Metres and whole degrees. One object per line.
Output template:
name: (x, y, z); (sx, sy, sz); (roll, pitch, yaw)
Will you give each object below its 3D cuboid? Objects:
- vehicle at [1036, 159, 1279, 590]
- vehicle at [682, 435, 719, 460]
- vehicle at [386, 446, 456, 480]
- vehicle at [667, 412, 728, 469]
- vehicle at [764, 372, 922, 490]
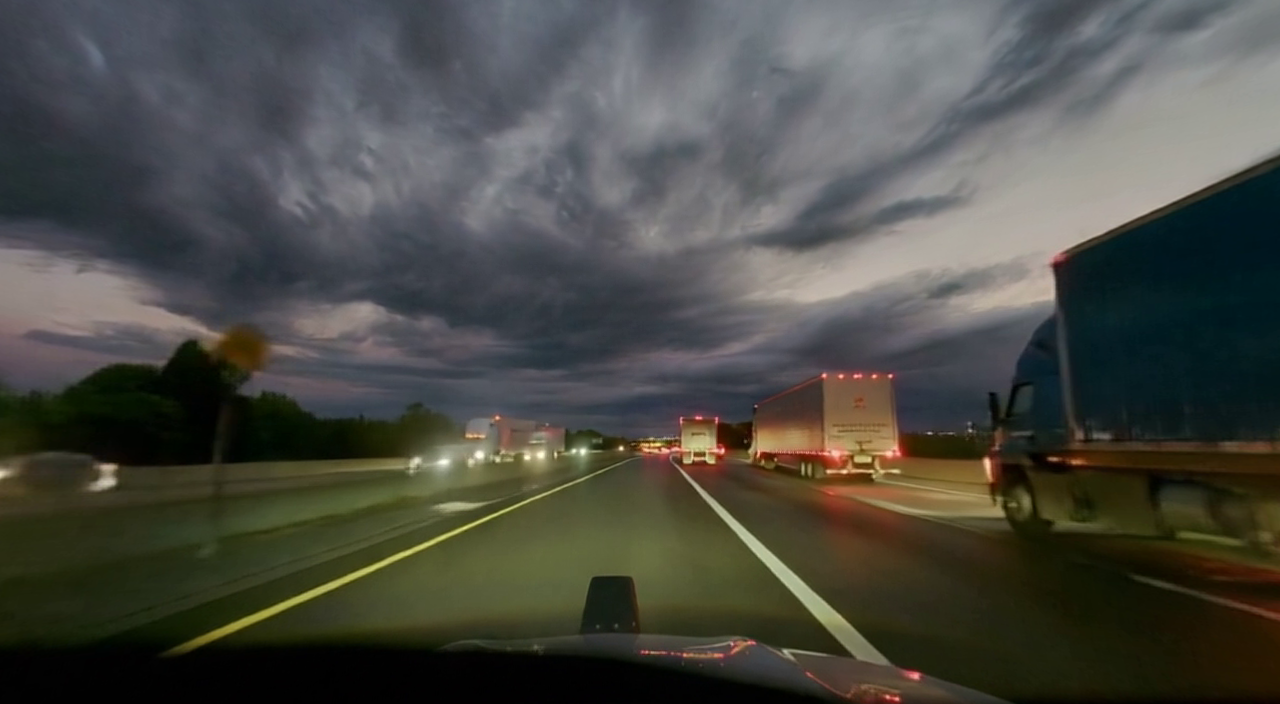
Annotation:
vehicle: (7.229, -0.027, 3.969); (2.920, 3.860, 10.035); (0, -8, 0)
vehicle: (4.153, 6.605, 43.838); (2.120, 1.651, 4.639); (0, -8, 1)
vehicle: (-10.678, 5.401, 30.930); (1.802, 1.473, 4.079); (-1, -8, 3)
vehicle: (4.069, 6.693, 48.194); (3.288, 3.717, 13.646); (0, -7, 0)
vehicle: (8.335, 3.618, 28.566); (2.843, 4.053, 13.777); (0, -8, 1)
